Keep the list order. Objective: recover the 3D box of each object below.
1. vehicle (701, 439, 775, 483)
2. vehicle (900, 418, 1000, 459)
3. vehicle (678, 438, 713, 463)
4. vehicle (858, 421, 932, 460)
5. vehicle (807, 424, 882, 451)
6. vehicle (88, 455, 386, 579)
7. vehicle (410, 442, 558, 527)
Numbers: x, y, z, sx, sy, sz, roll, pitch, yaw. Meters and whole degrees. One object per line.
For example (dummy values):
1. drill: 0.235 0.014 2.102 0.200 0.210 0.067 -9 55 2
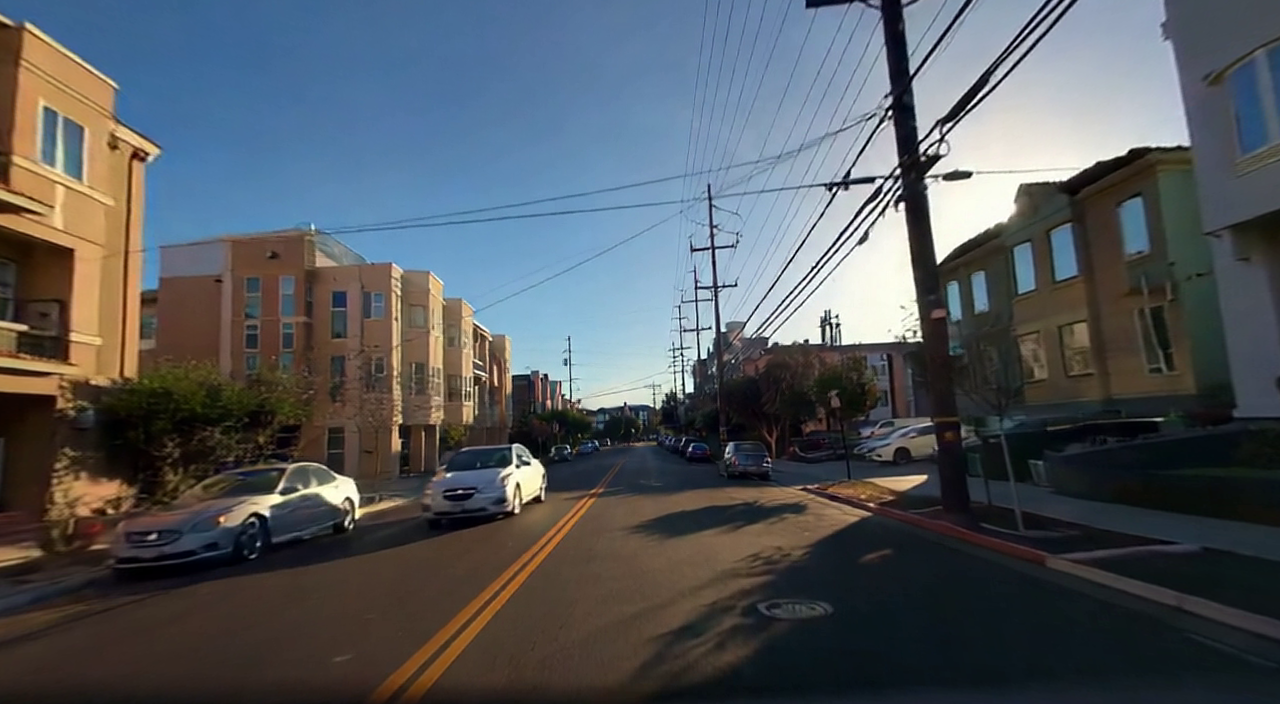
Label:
1. vehicle: 3.510 3.984 23.475 1.928 1.440 4.738 0 -8 -1
2. vehicle: 12.890 3.691 26.608 1.997 1.546 4.370 -2 -9 1
3. vehicle: 3.700 6.624 42.479 1.914 1.591 3.892 0 -8 -1
4. vehicle: 10.552 3.697 26.372 1.801 1.491 3.488 -1 -8 4
5. vehicle: 13.243 5.583 41.141 1.897 1.659 4.648 4 -9 -27
6. vehicle: -6.127 2.503 10.445 1.863 1.449 4.536 -1 -8 2
7. vehicle: -3.085 2.689 13.532 2.052 1.483 4.276 0 -8 1
